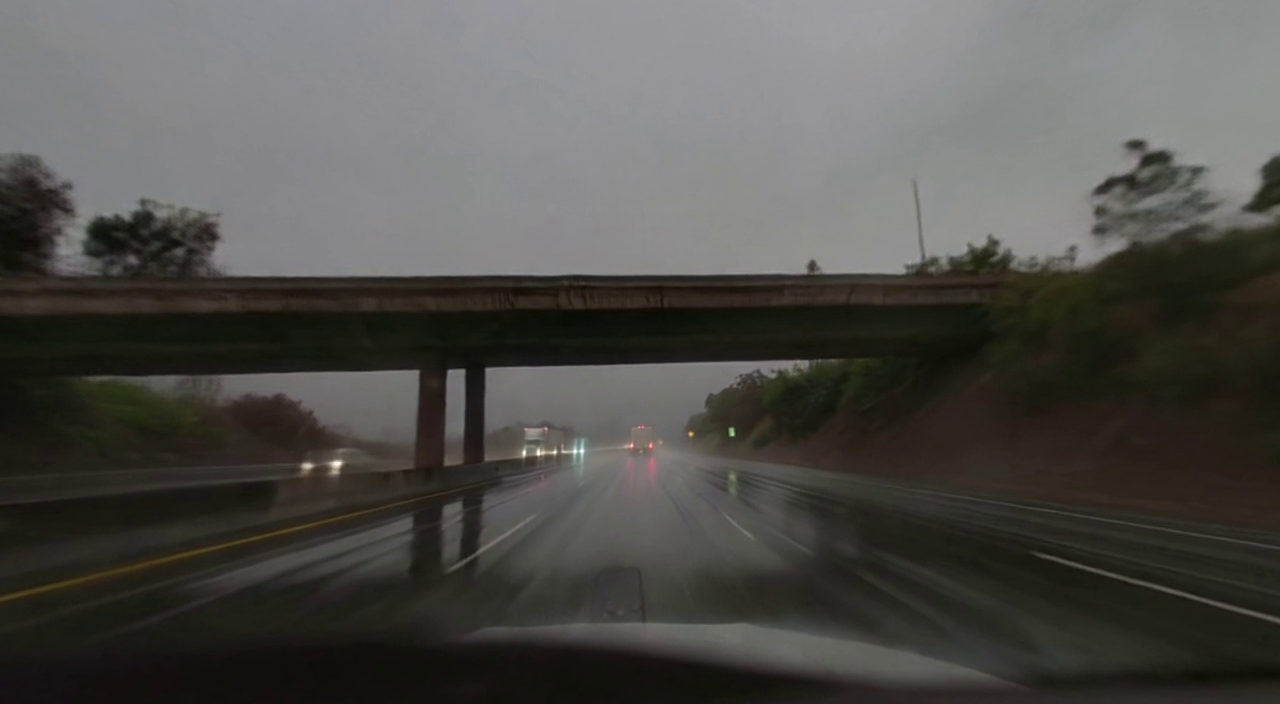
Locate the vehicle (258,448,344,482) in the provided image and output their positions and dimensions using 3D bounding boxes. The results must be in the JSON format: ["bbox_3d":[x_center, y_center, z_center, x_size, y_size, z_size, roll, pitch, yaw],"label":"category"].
[{"bbox_3d":[-18.851,6.277,35.392,2.010,1.771,4.812,-1,-9,1],"label":"vehicle"}]
